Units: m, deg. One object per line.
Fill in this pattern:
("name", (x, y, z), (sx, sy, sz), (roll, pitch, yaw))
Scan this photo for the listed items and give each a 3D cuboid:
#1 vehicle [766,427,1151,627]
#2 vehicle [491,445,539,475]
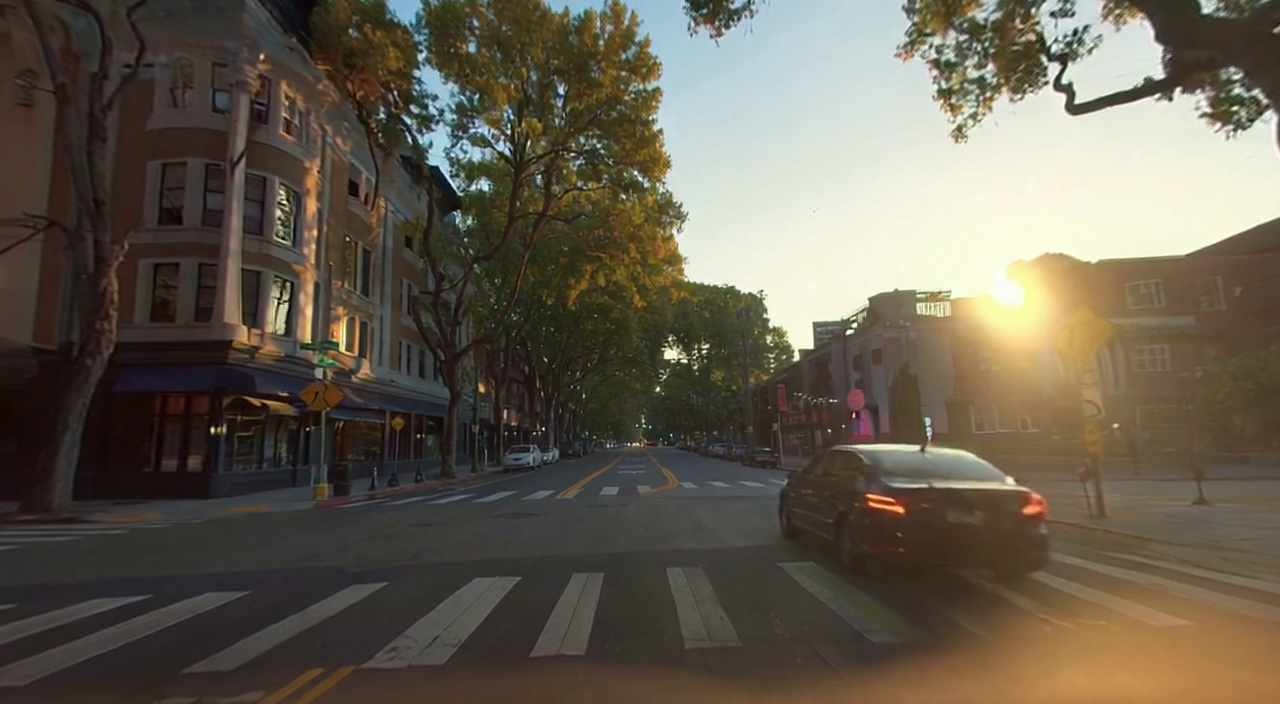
("vehicle", (2.793, 1.611, 6.809), (2.014, 1.474, 4.090), (0, -8, 0))
("vehicle", (-7.231, 6.244, 36.833), (2.127, 1.533, 4.547), (-1, -8, -3))
